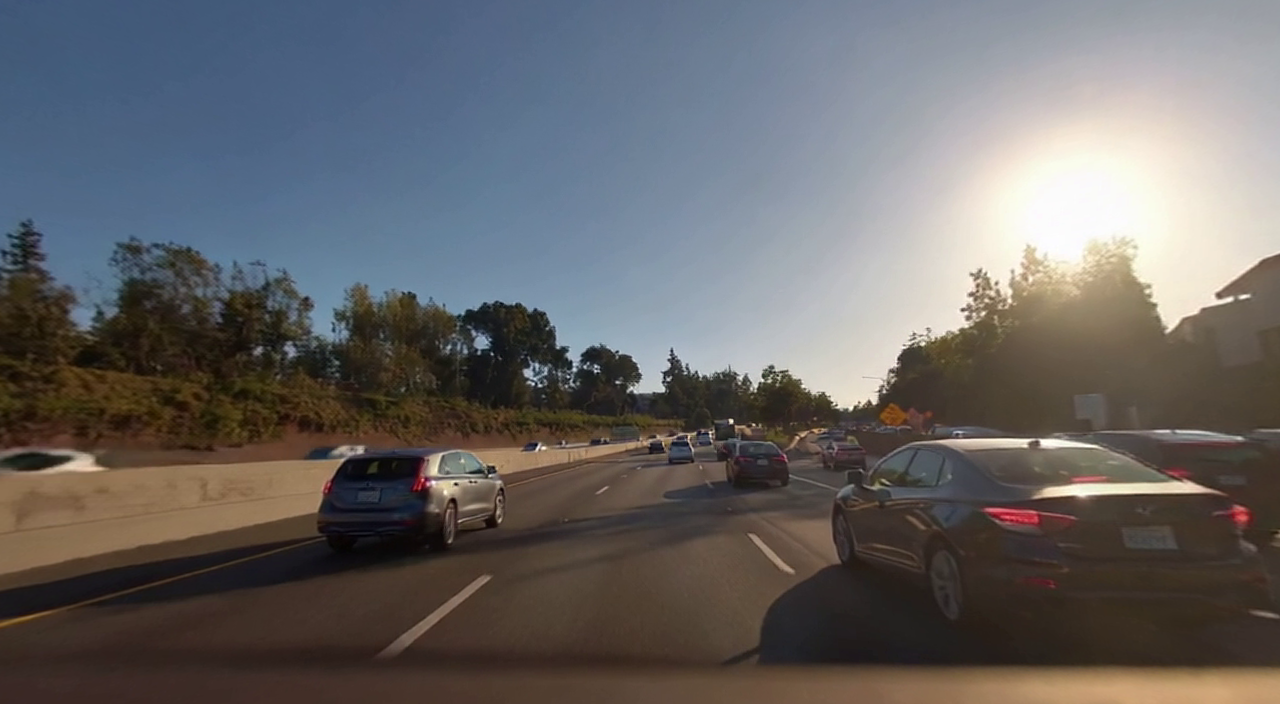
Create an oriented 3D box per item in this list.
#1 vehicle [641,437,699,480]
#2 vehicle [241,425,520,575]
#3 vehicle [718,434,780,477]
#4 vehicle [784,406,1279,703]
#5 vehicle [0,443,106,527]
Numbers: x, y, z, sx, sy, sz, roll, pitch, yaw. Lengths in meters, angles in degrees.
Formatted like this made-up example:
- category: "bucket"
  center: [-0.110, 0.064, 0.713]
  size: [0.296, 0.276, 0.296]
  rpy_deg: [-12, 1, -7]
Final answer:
- category: "vehicle"
  center: [1.260, 4.352, 25.969]
  size: [2.201, 1.614, 3.803]
  rpy_deg: [-1, -9, 3]
- category: "vehicle"
  center: [-3.173, 1.907, 8.930]
  size: [1.937, 1.558, 4.469]
  rpy_deg: [0, -9, 1]
- category: "vehicle"
  center: [4.503, 4.364, 26.695]
  size: [2.076, 1.684, 4.241]
  rpy_deg: [0, -9, 3]
- category: "vehicle"
  center: [2.681, 1.333, 5.000]
  size: [2.009, 1.489, 4.559]
  rpy_deg: [0, -9, 0]
- category: "vehicle"
  center: [-13.347, 2.551, 12.030]
  size: [2.014, 1.590, 4.697]
  rpy_deg: [0, -9, 2]
